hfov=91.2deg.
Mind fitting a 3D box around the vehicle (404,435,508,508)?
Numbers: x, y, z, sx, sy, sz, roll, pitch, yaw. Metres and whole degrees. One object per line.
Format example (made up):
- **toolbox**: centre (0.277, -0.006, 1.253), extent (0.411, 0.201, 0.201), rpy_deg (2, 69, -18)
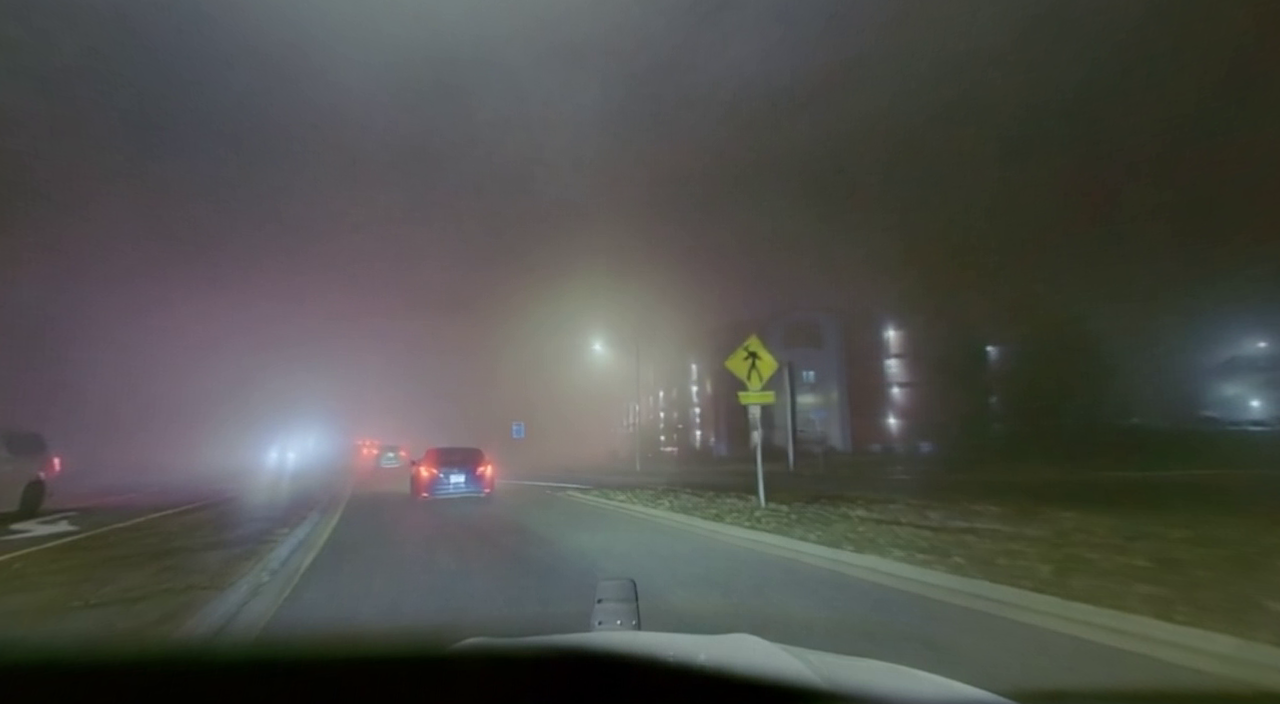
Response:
- **vehicle**: centre (-4.617, 2.837, 15.401), extent (2.014, 1.525, 3.670), rpy_deg (3, -9, -22)
